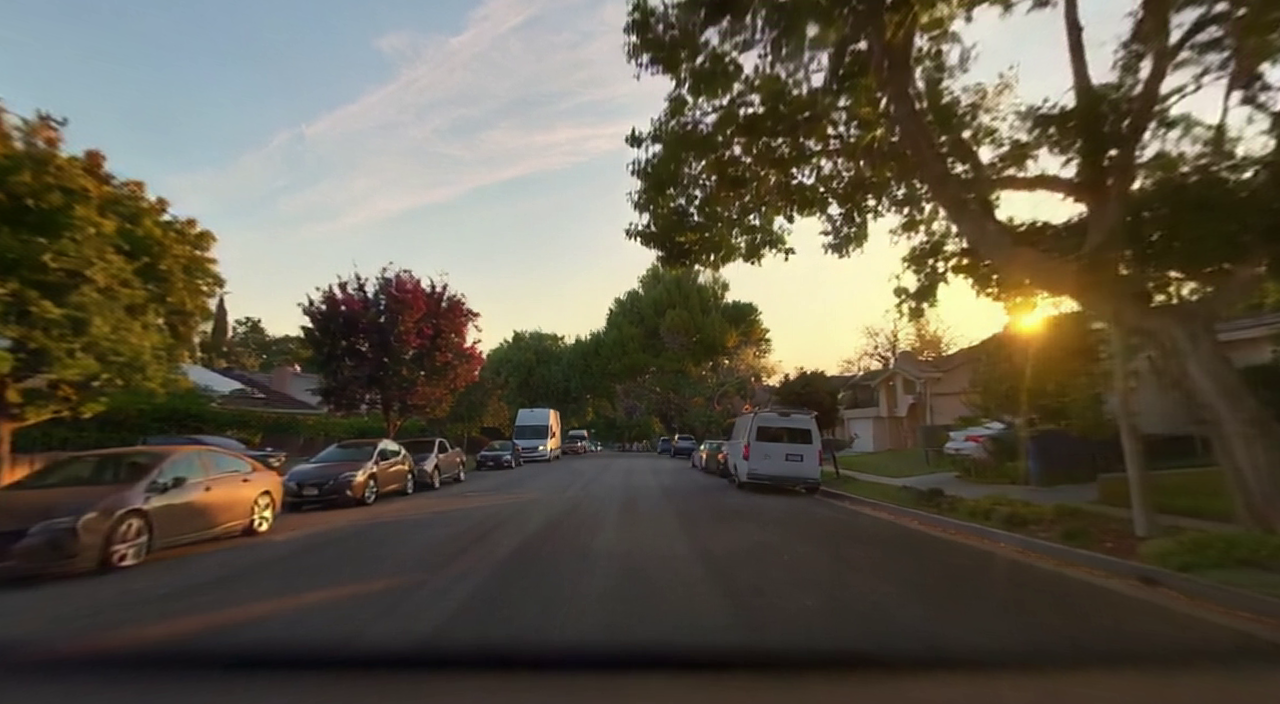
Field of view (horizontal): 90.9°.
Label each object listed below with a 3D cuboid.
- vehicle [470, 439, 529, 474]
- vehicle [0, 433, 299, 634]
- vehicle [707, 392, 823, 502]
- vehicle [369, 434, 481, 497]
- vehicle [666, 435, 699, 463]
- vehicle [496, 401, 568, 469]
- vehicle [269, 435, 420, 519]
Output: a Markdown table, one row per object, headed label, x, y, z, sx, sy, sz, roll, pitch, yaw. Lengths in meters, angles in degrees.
| label | x | y | z | sx | sy | sz | roll | pitch | yaw |
| --- | --- | --- | --- | --- | --- | --- | --- | --- | --- |
| vehicle | -6.414 | 4.791 | 29.176 | 1.921 | 1.470 | 4.068 | 0 | -8 | -1 |
| vehicle | -6.292 | 1.861 | 7.632 | 1.901 | 1.472 | 4.676 | -2 | -5 | -2 |
| vehicle | 3.233 | 2.550 | 17.347 | 2.215 | 2.542 | 4.550 | -1 | -7 | 0 |
| vehicle | -6.193 | 3.300 | 18.754 | 1.818 | 1.563 | 4.483 | -2 | -8 | 0 |
| vehicle | 2.942 | 6.795 | 44.406 | 1.965 | 1.855 | 4.677 | 0 | -8 | -1 |
| vehicle | -6.281 | 4.980 | 37.943 | 2.896 | 3.648 | 8.004 | 0 | -8 | 0 |
| vehicle | -6.279 | 2.632 | 13.837 | 1.758 | 1.519 | 3.396 | -2 | -7 | -2 |
